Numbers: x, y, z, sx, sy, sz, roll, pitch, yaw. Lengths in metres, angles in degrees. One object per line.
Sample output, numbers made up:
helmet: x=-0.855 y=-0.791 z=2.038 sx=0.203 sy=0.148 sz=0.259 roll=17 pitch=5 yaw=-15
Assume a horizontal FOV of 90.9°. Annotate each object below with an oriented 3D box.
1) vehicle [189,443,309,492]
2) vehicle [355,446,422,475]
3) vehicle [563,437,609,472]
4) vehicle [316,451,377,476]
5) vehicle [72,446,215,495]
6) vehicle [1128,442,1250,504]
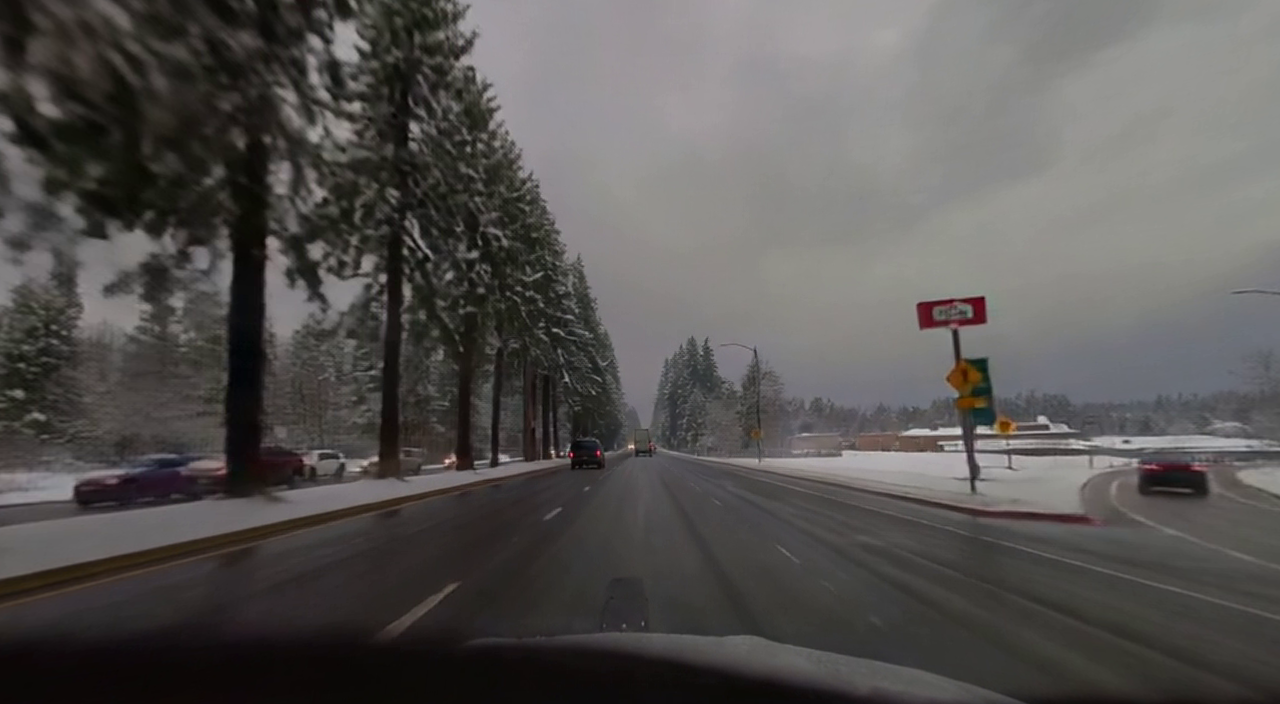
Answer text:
vehicle: x=-16.003 y=4.710 z=26.166 sx=2.182 sy=1.790 sz=4.713 roll=0 pitch=-9 yaw=-4
vehicle: x=-16.543 y=7.136 z=41.723 sx=2.225 sy=1.719 sz=4.915 roll=-1 pitch=-9 yaw=2
vehicle: x=-3.158 y=6.197 z=38.156 sx=2.255 sy=1.940 sz=4.822 roll=0 pitch=-9 yaw=1
vehicle: x=-19.771 y=7.534 z=42.711 sx=1.880 sy=1.543 sz=4.487 roll=-1 pitch=-9 yaw=1
vehicle: x=-20.094 y=4.816 z=25.841 sx=2.036 sy=1.770 sz=4.623 roll=1 pitch=-10 yaw=0
vehicle: x=17.738 y=3.864 z=20.654 sx=2.280 sy=1.757 sz=4.572 roll=-6 pitch=-10 yaw=33
